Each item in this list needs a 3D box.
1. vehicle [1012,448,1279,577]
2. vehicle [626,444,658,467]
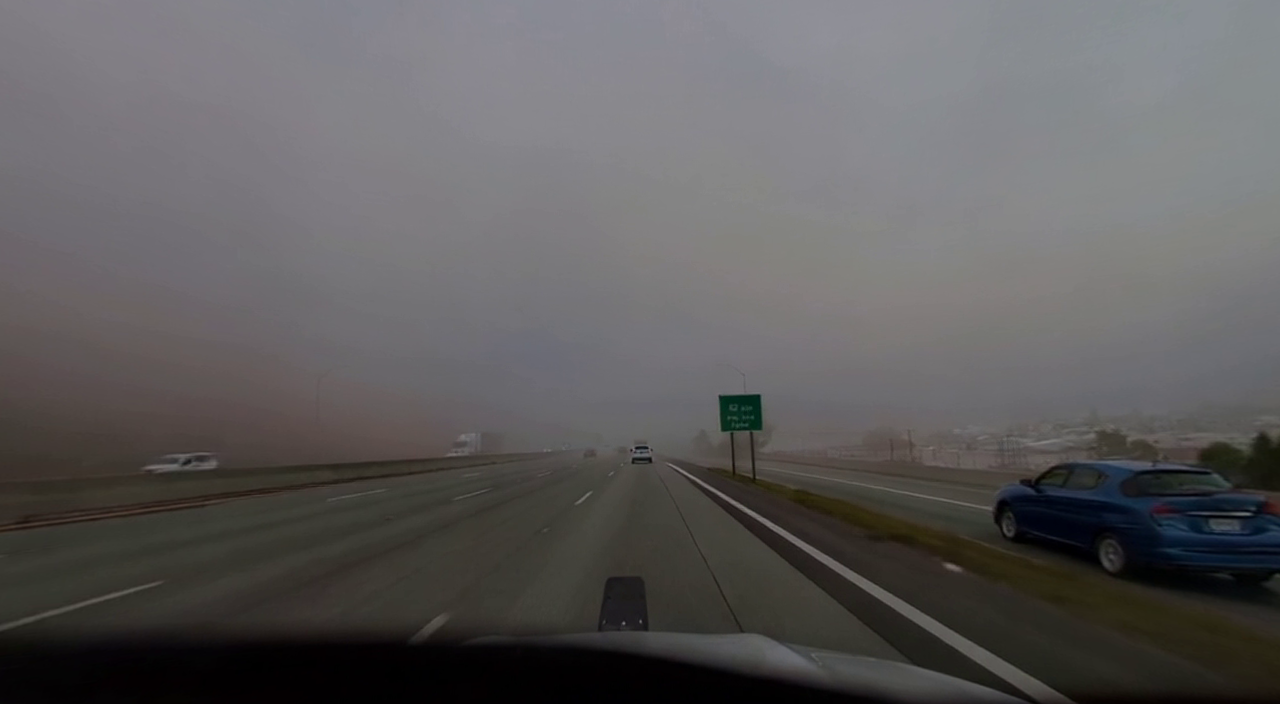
[{"bbox_3d":[11.054,3.026,13.137,2.599,1.962,5.759,1,-8,-7],"label":"vehicle"},{"bbox_3d":[0.144,6.990,42.958,2.051,1.443,3.770,0,-8,0],"label":"vehicle"}]
